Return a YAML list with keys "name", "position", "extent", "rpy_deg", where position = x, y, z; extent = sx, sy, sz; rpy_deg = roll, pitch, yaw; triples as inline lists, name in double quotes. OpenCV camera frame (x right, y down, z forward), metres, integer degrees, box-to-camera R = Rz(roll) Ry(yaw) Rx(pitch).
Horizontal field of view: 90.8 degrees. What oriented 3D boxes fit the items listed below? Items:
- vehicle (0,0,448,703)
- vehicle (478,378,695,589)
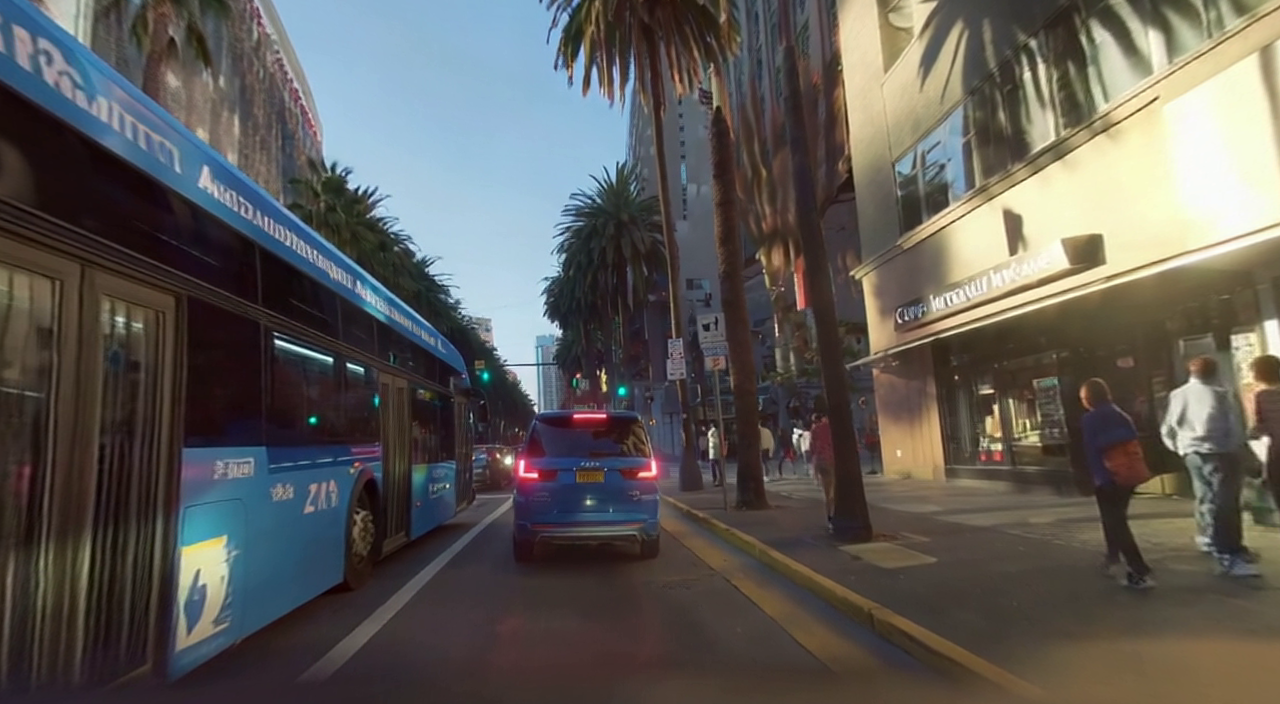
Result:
- name: "vehicle"
  position: [-3.825, 0.158, 3.241]
  extent: [2.863, 3.233, 11.573]
  rpy_deg: [1, -8, -4]
- name: "vehicle"
  position: [-0.804, 1.512, 8.023]
  extent: [2.002, 1.907, 4.211]
  rpy_deg: [1, -9, -9]
